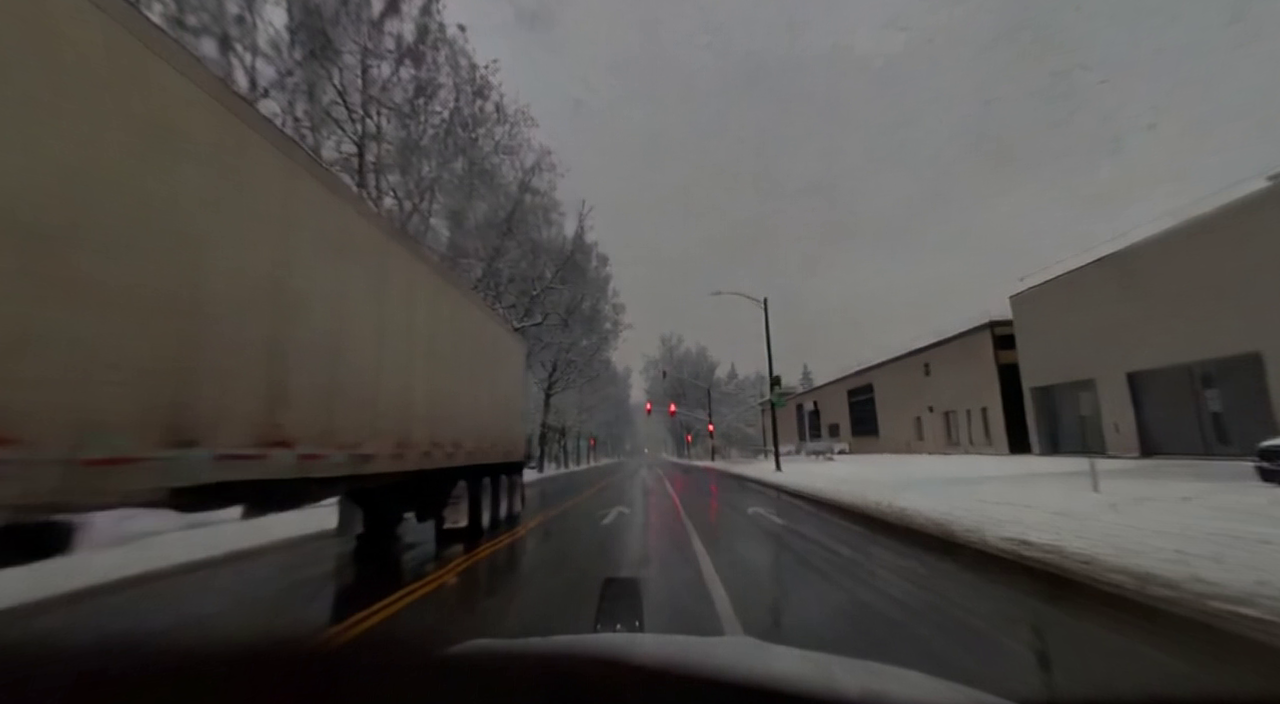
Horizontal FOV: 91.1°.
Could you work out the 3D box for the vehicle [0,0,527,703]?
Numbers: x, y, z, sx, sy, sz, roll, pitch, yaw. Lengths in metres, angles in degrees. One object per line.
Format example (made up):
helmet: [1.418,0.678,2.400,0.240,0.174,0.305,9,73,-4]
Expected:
vehicle: [-4.139,0.232,5.456,3.160,4.343,15.392,-1,-9,1]
